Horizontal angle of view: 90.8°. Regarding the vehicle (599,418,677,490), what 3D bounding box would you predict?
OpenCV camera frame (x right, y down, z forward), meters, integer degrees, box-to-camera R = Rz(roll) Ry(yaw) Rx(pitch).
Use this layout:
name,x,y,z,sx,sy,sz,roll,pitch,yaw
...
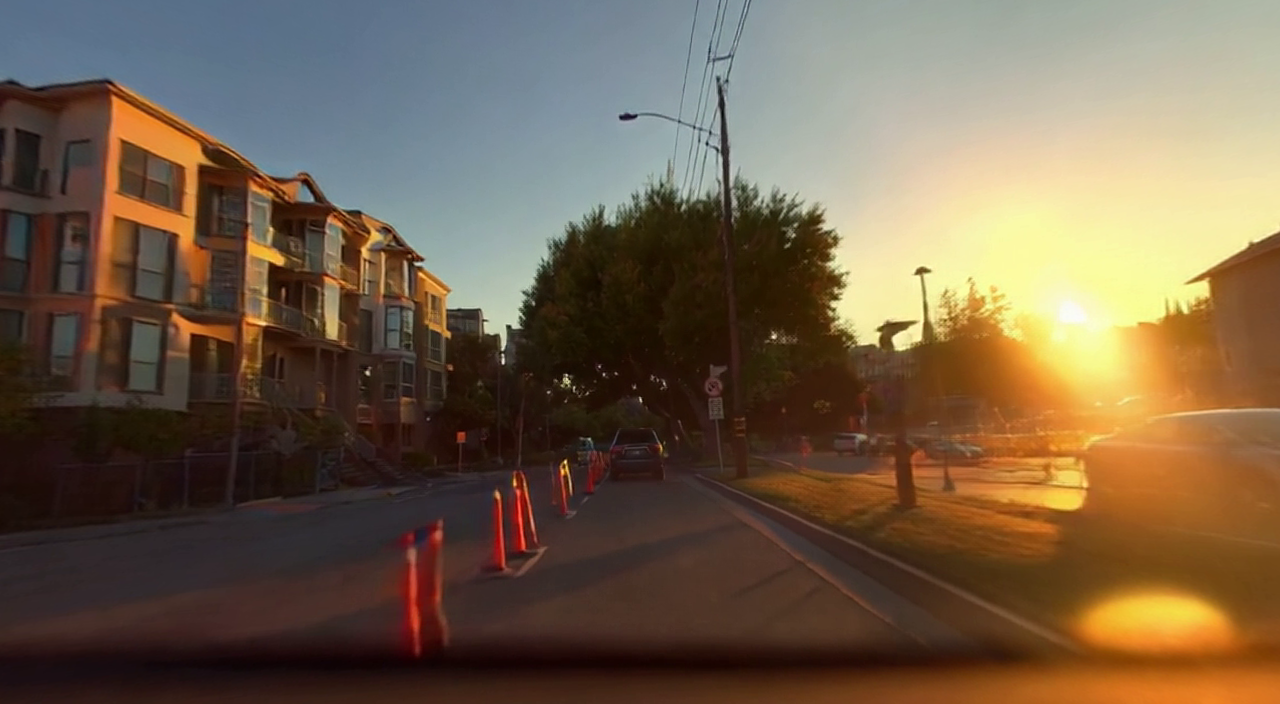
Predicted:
name,x,y,z,sx,sy,sz,roll,pitch,yaw
vehicle,-0.107,3.274,20.418,2.169,2.015,5.206,0,-9,-1

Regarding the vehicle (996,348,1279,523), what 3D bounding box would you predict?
name,x,y,z,sx,sy,sz,roll,pitch,yaw
vehicle,9.601,1.624,11.301,2.253,2.306,6.753,0,-10,-2

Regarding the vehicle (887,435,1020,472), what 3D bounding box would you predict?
name,x,y,z,sx,sy,sz,roll,pitch,yaw
vehicle,13.070,4.267,26.627,4.567,1.448,1.890,-1,-9,7

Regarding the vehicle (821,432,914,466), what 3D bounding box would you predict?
name,x,y,z,sx,sy,sz,roll,pitch,yaw
vehicle,11.325,4.837,31.557,3.835,1.584,1.893,1,-9,-8
